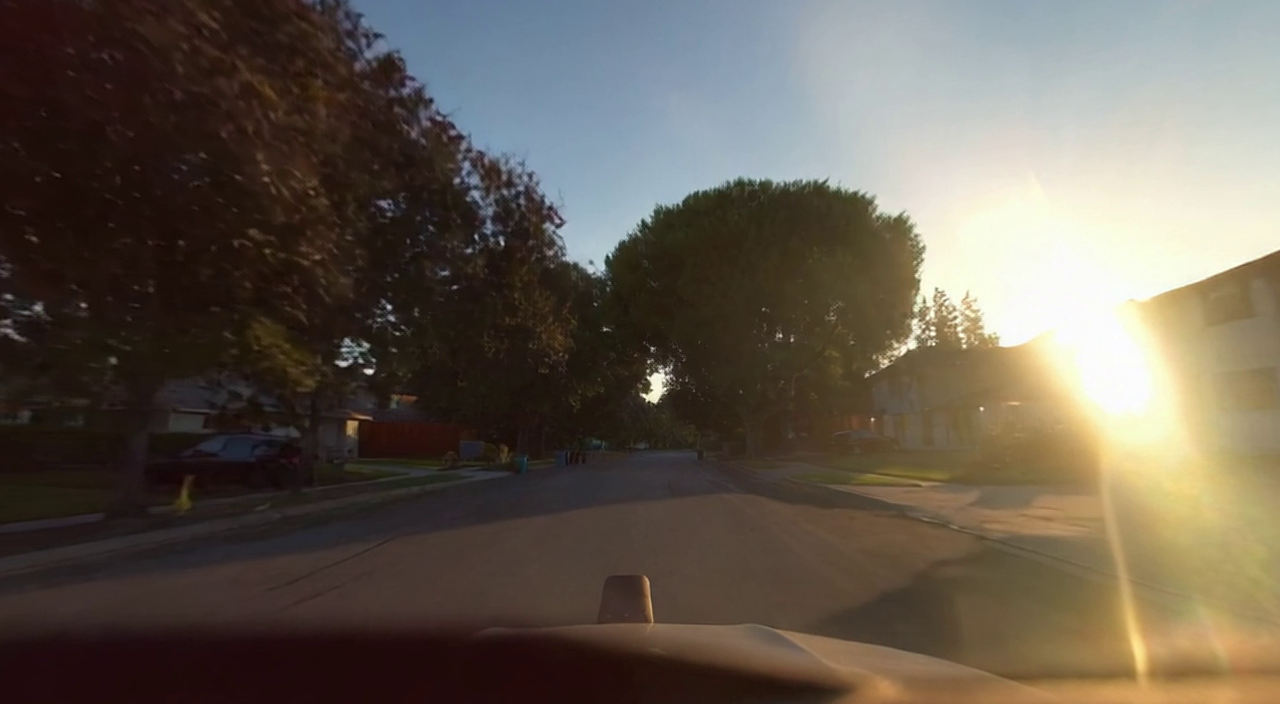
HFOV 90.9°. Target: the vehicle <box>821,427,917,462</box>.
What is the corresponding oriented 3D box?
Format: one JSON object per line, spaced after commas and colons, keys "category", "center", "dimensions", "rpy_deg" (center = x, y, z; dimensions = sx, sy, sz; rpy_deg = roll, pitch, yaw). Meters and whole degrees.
{"category": "vehicle", "center": [12.862, 5.208, 35.529], "dimensions": [4.581, 1.853, 2.024], "rpy_deg": [2, -8, -7]}
